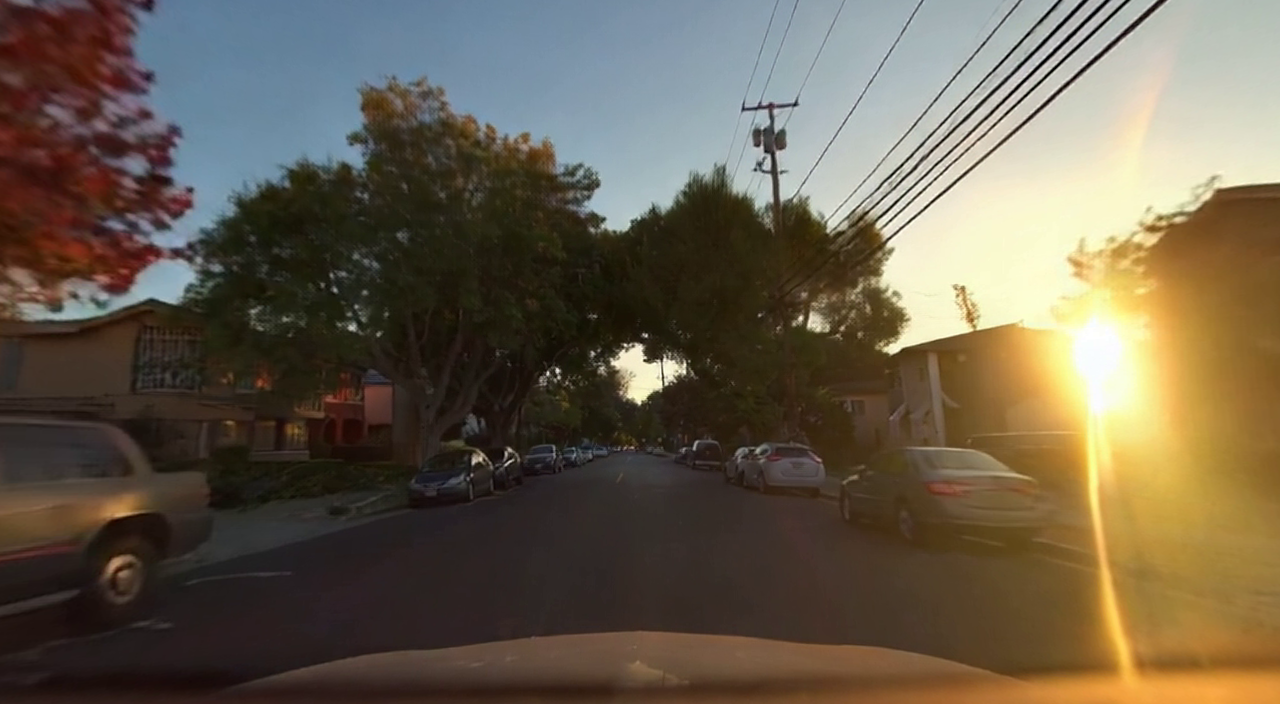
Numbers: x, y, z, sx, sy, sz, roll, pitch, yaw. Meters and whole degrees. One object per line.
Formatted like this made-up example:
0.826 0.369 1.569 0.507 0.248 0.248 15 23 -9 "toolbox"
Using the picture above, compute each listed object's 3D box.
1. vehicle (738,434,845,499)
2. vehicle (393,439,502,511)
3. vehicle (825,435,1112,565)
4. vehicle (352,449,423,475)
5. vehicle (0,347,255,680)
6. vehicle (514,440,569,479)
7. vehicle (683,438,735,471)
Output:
4.178 3.244 18.290 1.979 1.620 4.684 0 -8 1 "vehicle"
-5.437 3.475 18.396 1.873 1.709 4.206 -4 -8 -1 "vehicle"
4.334 1.985 9.320 1.893 1.437 4.369 0 -8 0 "vehicle"
-17.611 7.656 44.260 4.184 1.620 1.852 -2 -8 1 "vehicle"
-5.274 1.067 3.993 2.242 2.135 5.566 -2 -8 -1 "vehicle"
-5.406 5.946 35.442 2.285 1.895 5.883 -3 -8 -2 "vehicle"
4.109 6.236 38.688 2.279 1.848 5.577 0 -9 -3 "vehicle"
